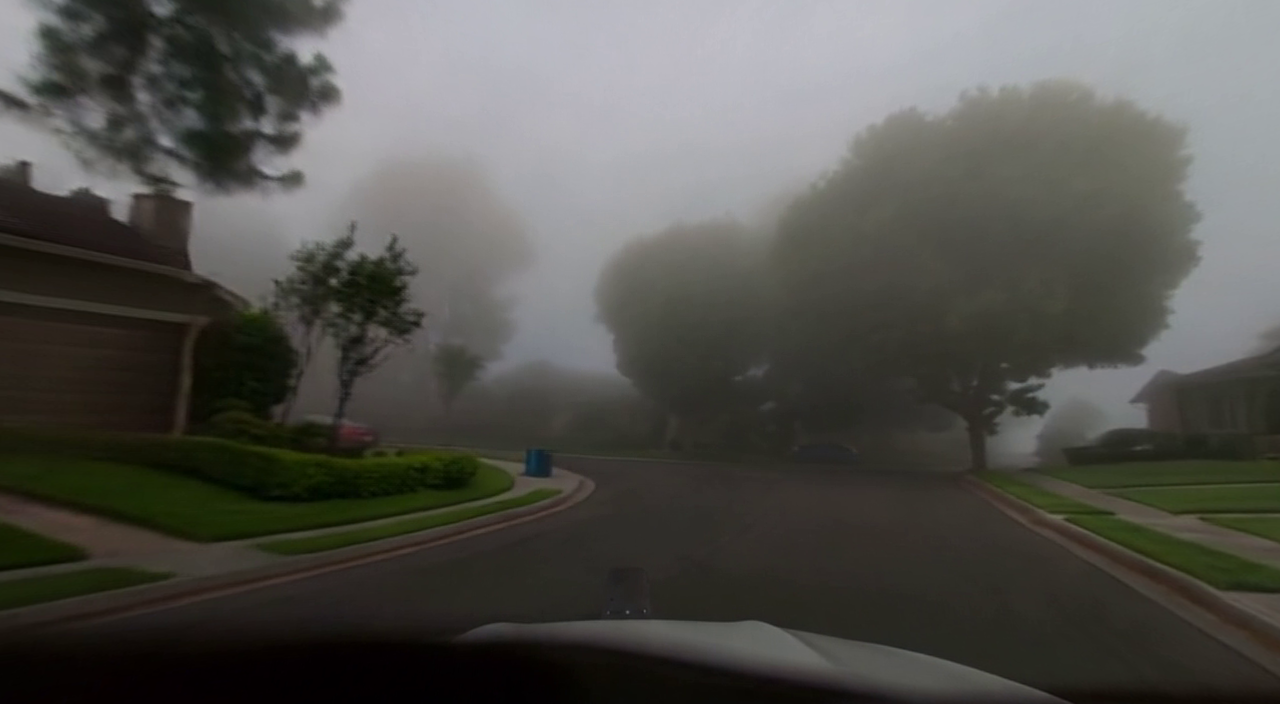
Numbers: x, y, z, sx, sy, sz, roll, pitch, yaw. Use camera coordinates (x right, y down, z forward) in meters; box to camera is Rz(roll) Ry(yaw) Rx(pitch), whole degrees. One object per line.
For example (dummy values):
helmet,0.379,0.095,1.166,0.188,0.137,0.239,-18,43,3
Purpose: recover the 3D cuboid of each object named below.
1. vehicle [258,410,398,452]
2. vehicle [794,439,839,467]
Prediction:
vehicle,-12.806,3.360,26.289,1.791,1.517,5.089,-7,-11,27
vehicle,12.512,7.079,44.393,2.180,1.752,4.700,-7,-10,24
